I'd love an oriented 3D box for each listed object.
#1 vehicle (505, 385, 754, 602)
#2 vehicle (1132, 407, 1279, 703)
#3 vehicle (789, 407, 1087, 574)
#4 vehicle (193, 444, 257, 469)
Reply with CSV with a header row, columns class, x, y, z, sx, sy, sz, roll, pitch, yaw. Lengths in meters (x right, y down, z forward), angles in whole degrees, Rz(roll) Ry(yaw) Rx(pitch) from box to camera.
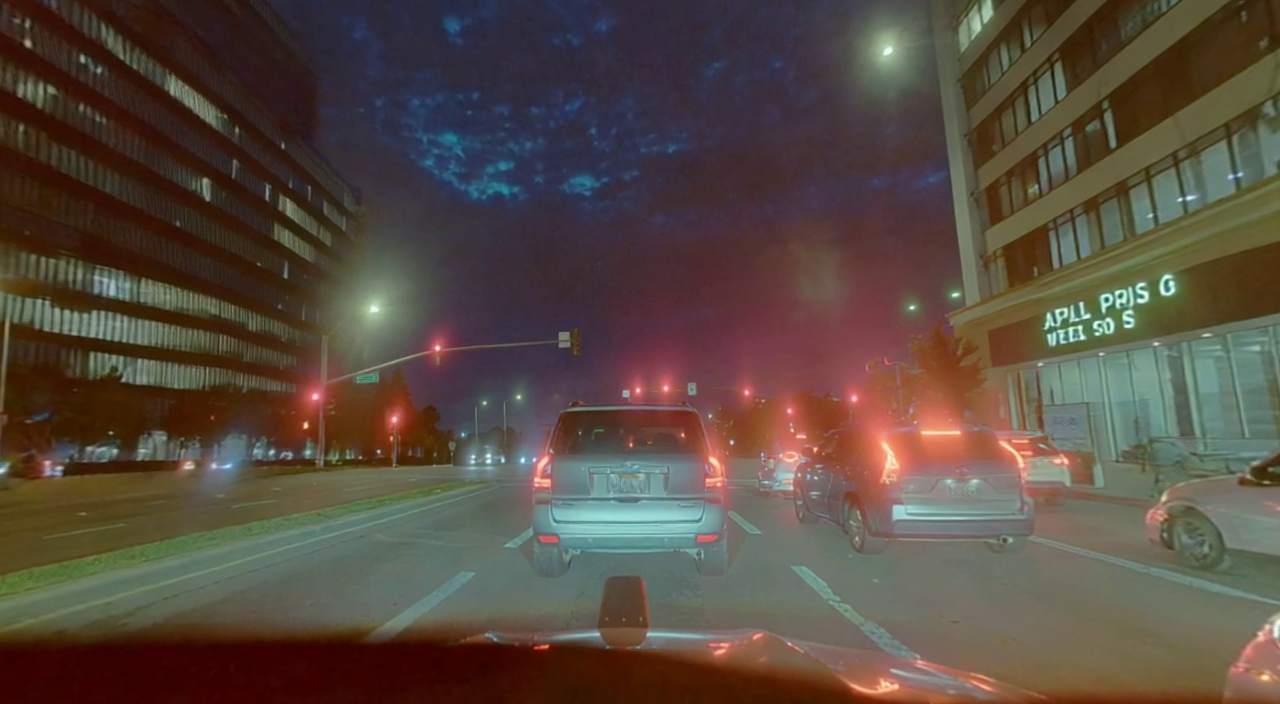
class,x,y,z,sx,sy,sz,roll,pitch,yaw
vehicle,-0.003,1.535,7.684,2.154,1.861,4.280,0,-8,3
vehicle,3.368,0.720,0.785,1.884,1.484,4.609,0,-8,2
vehicle,3.619,1.761,8.796,2.036,1.719,4.318,0,-8,0
vehicle,-27.439,6.873,41.858,1.693,1.563,3.716,0,-8,0
